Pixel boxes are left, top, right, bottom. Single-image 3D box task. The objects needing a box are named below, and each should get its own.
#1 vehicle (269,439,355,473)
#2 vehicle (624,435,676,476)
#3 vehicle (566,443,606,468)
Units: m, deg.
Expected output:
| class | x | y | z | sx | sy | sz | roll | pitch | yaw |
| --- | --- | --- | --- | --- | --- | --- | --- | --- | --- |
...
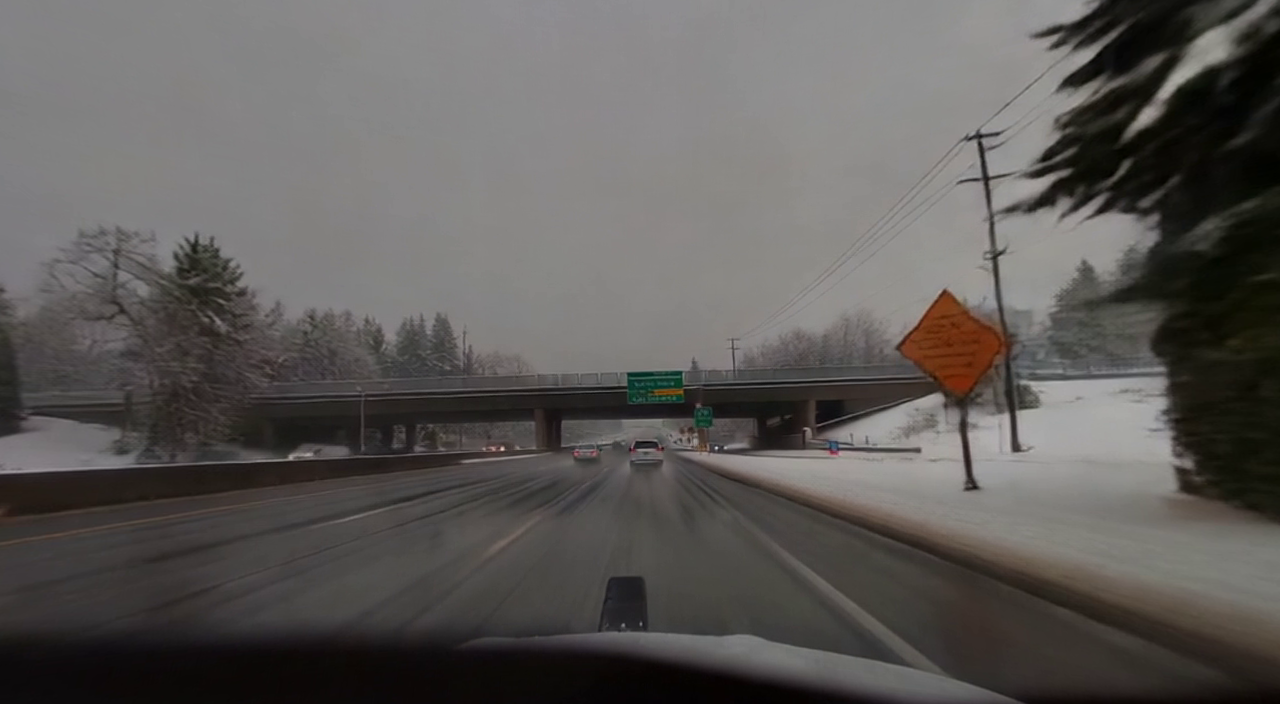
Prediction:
| class | x | y | z | sx | sy | sz | roll | pitch | yaw |
| --- | --- | --- | --- | --- | --- | --- | --- | --- | --- |
| vehicle | -20.707 | 6.571 | 40.197 | 2.228 | 1.965 | 5.911 | 0 | -8 | 1 |
| vehicle | 0.415 | 4.625 | 28.395 | 2.152 | 1.697 | 4.066 | 0 | -8 | 0 |
| vehicle | -3.350 | 6.468 | 39.848 | 2.056 | 1.464 | 4.564 | 0 | -8 | 1 |
